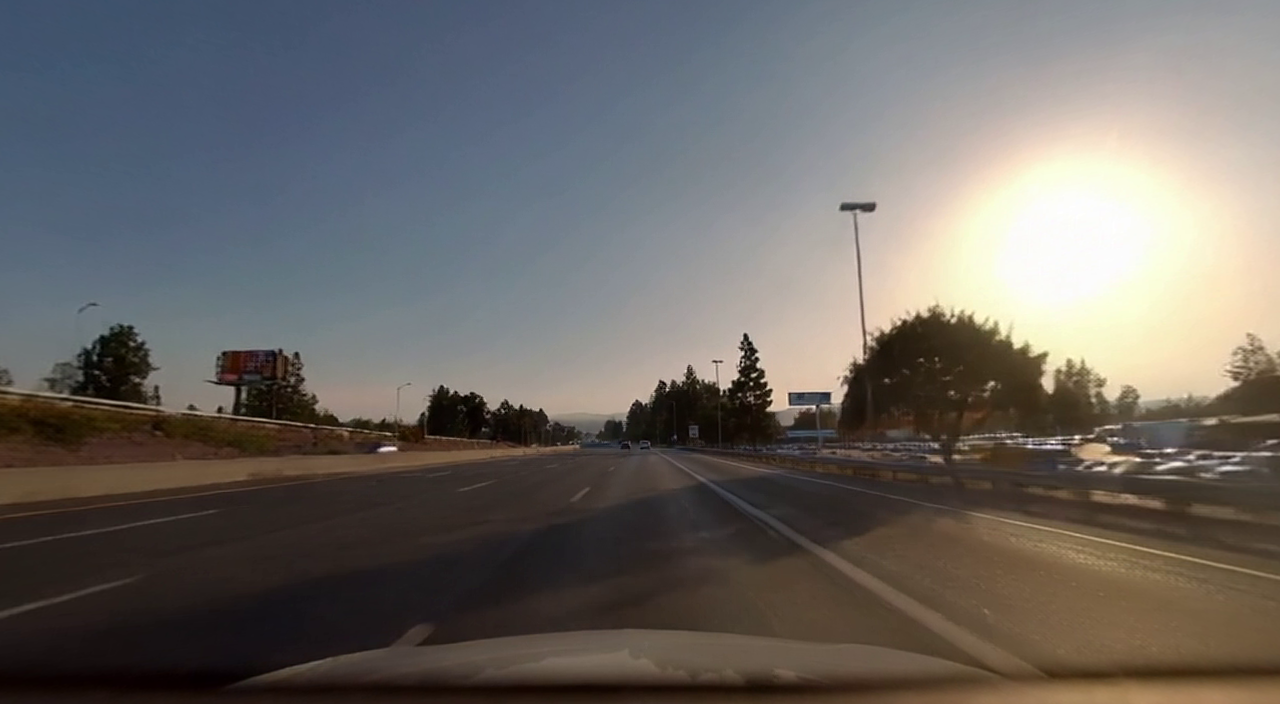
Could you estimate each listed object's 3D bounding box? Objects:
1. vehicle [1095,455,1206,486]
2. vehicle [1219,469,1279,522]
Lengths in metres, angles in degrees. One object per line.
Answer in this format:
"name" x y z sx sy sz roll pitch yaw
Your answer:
"vehicle" 30.279 7.022 37.528 4.607 1.749 2.090 -1 -9 2
"vehicle" 20.295 4.635 20.602 3.461 1.436 1.736 8 -12 -44
